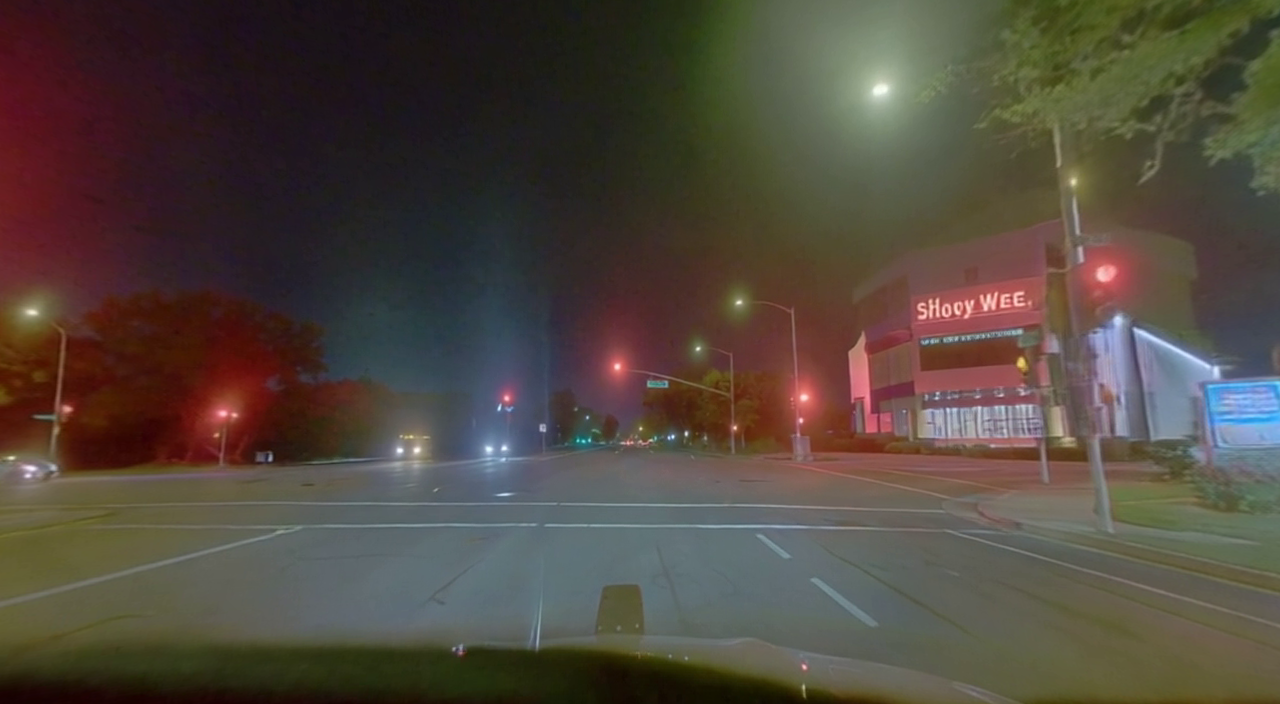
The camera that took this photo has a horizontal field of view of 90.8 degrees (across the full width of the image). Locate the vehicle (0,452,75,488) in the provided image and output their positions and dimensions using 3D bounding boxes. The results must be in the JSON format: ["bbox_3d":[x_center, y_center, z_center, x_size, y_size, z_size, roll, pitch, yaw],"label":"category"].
[{"bbox_3d":[-27.772,5.108,27.496,4.500,1.465,1.936,0,-8,1],"label":"vehicle"}]
